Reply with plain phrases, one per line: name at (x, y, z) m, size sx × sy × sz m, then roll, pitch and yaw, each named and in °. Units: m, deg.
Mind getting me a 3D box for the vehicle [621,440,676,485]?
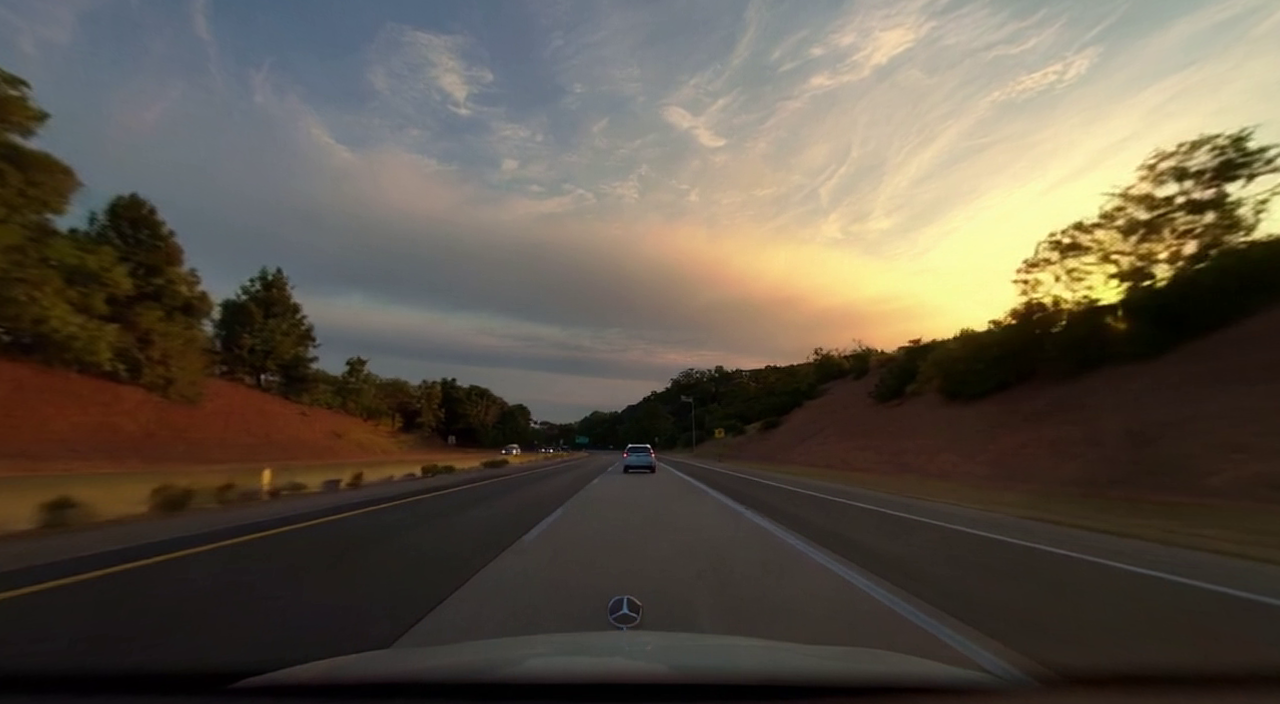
vehicle at (0.284, 4.631, 26.682) m, size 2.135 × 1.686 × 4.517 m, roll 0°, pitch -9°, yaw -1°
